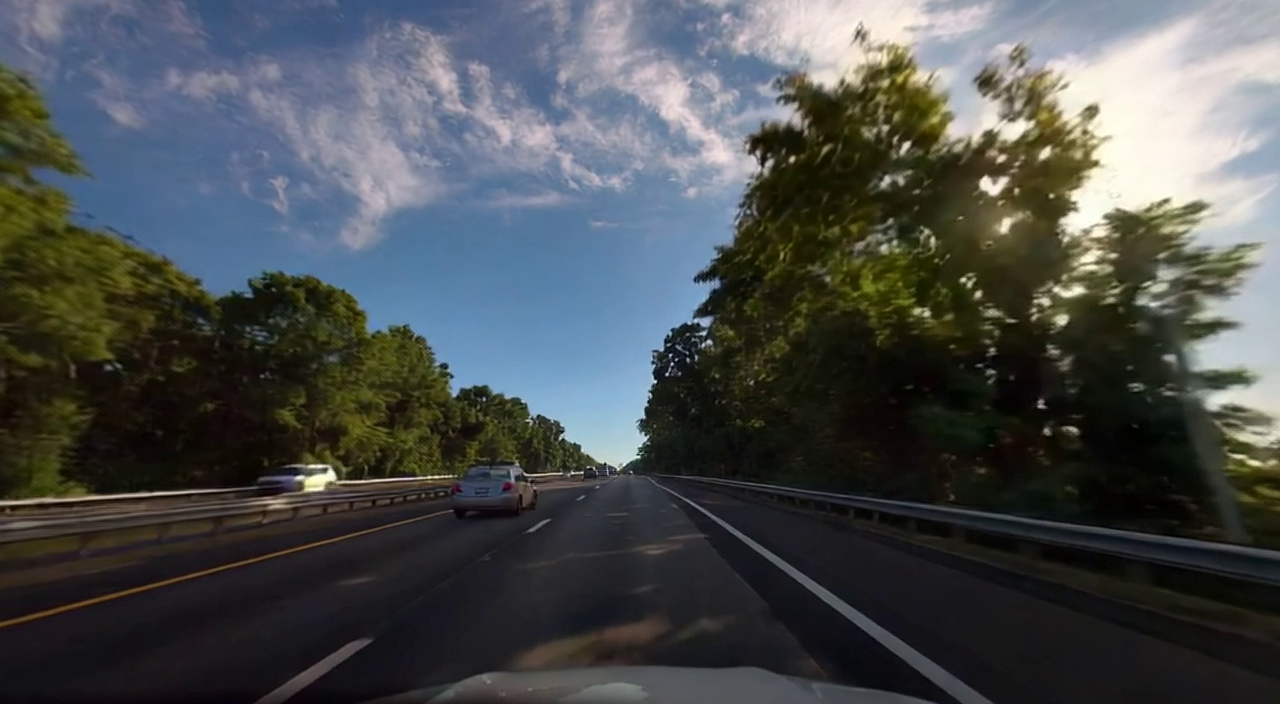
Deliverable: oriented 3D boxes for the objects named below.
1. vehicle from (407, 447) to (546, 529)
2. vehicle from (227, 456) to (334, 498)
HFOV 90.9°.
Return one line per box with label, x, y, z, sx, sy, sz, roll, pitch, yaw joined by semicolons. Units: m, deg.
vehicle;-3.771;3.271;15.563;2.123;1.666;4.709;1;-10;0
vehicle;-17.537;6.148;31.098;2.082;1.847;5.317;1;-10;0
